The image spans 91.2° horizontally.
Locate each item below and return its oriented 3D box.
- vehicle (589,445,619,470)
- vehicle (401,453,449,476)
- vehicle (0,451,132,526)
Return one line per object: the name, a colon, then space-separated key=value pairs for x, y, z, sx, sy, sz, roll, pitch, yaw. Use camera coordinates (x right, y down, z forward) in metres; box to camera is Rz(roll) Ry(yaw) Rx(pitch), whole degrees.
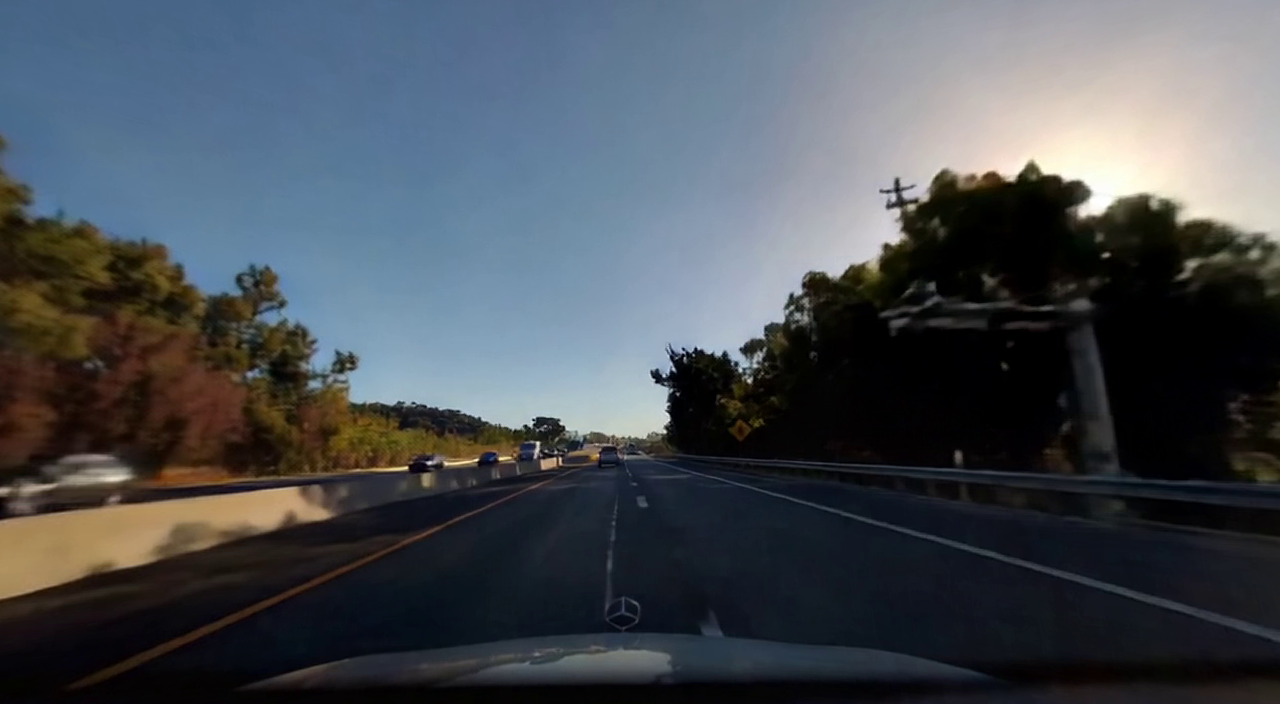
vehicle: x=-2.633 y=7.827 z=46.644 sx=2.098 sy=1.692 sz=4.038 roll=0 pitch=-9 yaw=-2
vehicle: x=-15.202 y=7.992 z=44.550 sx=1.849 sy=1.497 sz=4.415 roll=0 pitch=-9 yaw=-1
vehicle: x=-15.019 y=3.190 z=14.945 sx=1.961 sy=1.621 sz=4.588 roll=0 pitch=-9 yaw=-1
